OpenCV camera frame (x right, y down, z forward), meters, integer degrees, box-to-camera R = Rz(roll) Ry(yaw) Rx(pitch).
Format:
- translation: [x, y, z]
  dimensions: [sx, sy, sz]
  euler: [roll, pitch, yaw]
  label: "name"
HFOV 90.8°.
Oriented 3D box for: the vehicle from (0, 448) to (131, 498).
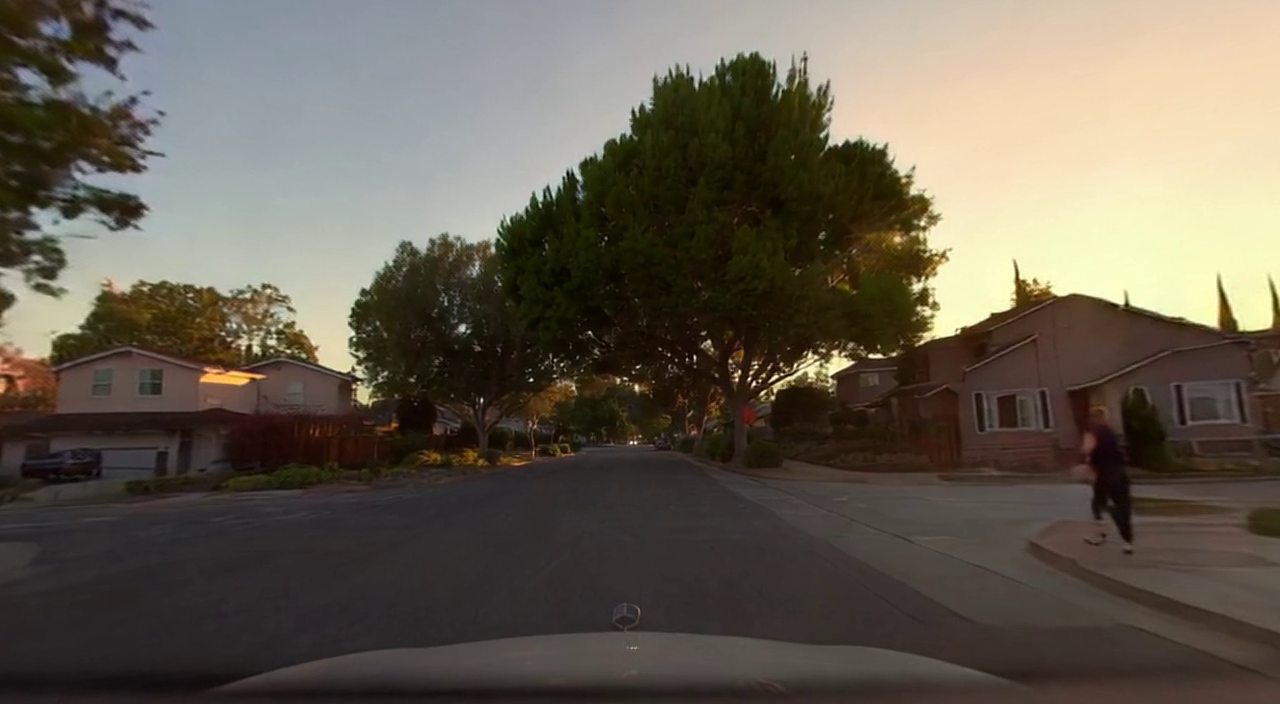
- translation: [-24.864, 5.137, 26.964]
  dimensions: [2.004, 1.856, 4.934]
  euler: [-4, -9, 2]
  label: "vehicle"
